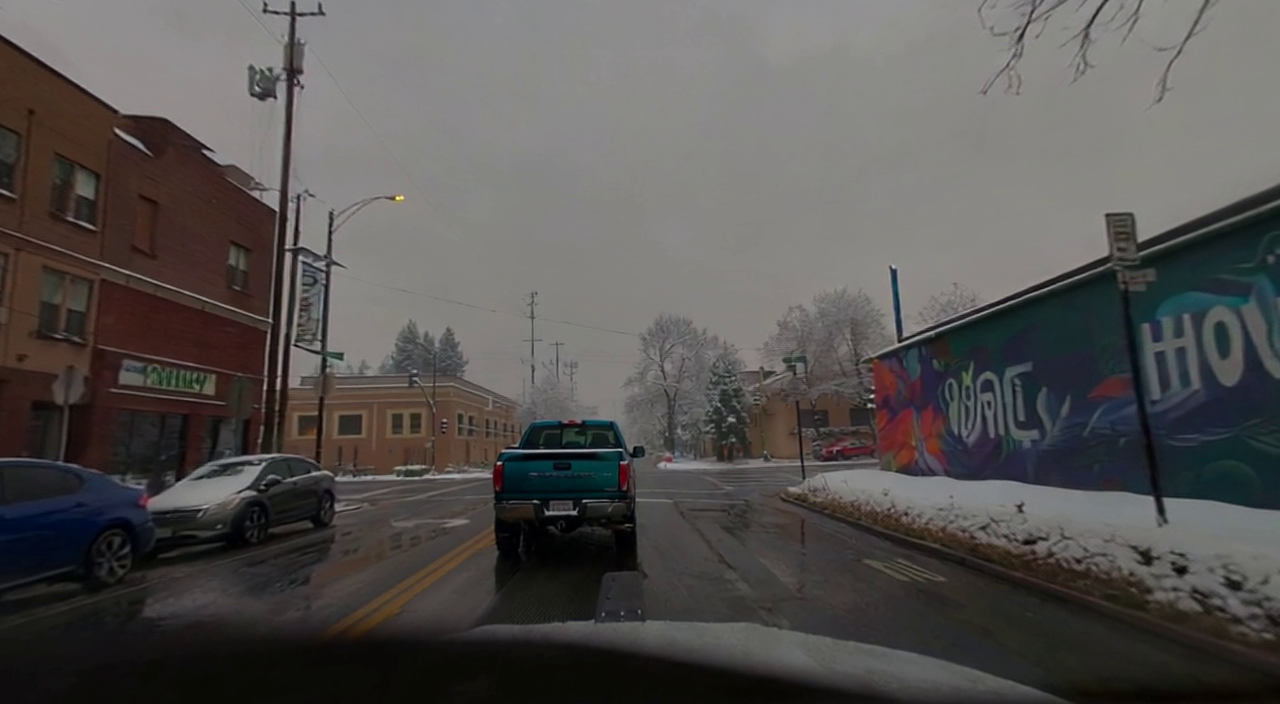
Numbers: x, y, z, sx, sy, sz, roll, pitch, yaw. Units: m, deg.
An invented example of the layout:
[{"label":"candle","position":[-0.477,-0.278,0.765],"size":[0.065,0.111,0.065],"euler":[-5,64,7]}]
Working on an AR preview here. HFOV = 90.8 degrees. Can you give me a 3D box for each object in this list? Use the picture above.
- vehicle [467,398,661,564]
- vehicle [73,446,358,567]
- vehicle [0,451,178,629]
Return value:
[{"label":"vehicle","position":[-0.863,1.820,9.645],"size":[2.215,1.882,4.611],"euler":[0,-8,0]},{"label":"vehicle","position":[-7.440,2.669,11.948],"size":[1.884,1.730,5.076],"euler":[0,-8,0]},{"label":"vehicle","position":[-7.178,1.884,6.308],"size":[1.882,1.686,4.489],"euler":[-1,-8,-3]}]
